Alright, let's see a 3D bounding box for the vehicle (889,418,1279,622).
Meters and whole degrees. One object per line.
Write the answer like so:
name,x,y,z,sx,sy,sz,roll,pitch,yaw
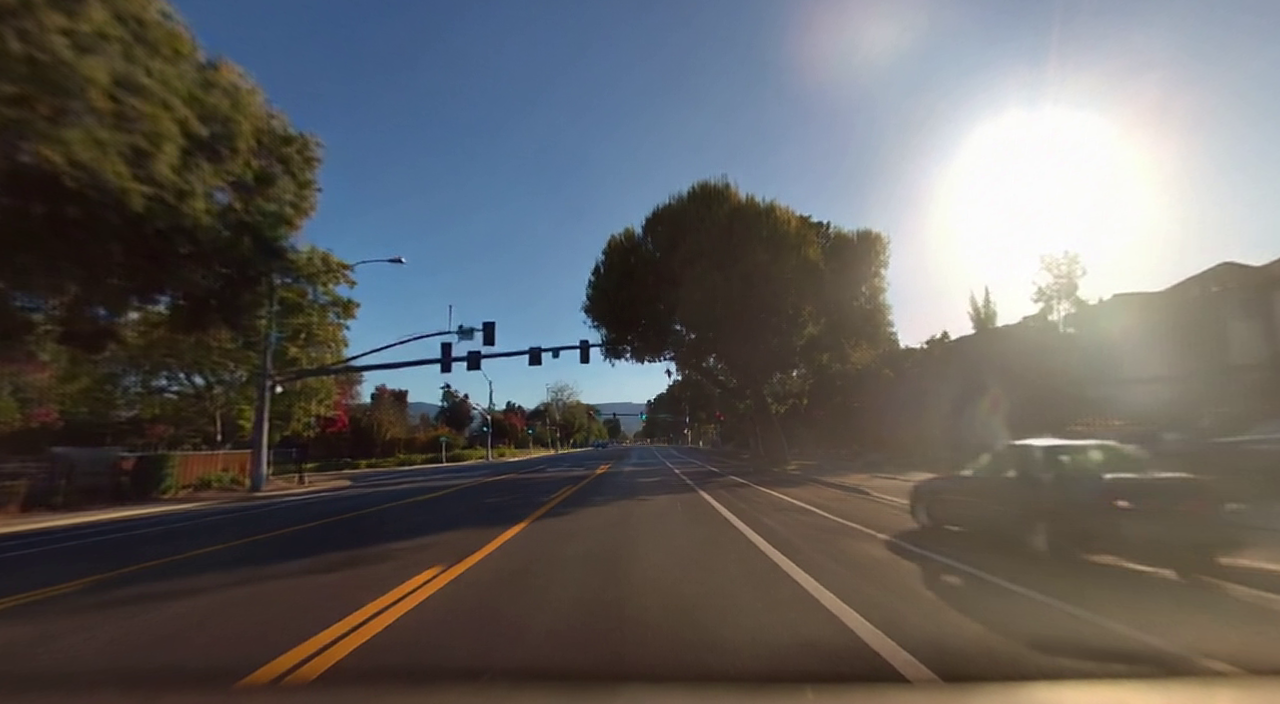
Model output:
vehicle,4.783,1.575,7.083,1.995,1.472,4.884,0,-8,0
